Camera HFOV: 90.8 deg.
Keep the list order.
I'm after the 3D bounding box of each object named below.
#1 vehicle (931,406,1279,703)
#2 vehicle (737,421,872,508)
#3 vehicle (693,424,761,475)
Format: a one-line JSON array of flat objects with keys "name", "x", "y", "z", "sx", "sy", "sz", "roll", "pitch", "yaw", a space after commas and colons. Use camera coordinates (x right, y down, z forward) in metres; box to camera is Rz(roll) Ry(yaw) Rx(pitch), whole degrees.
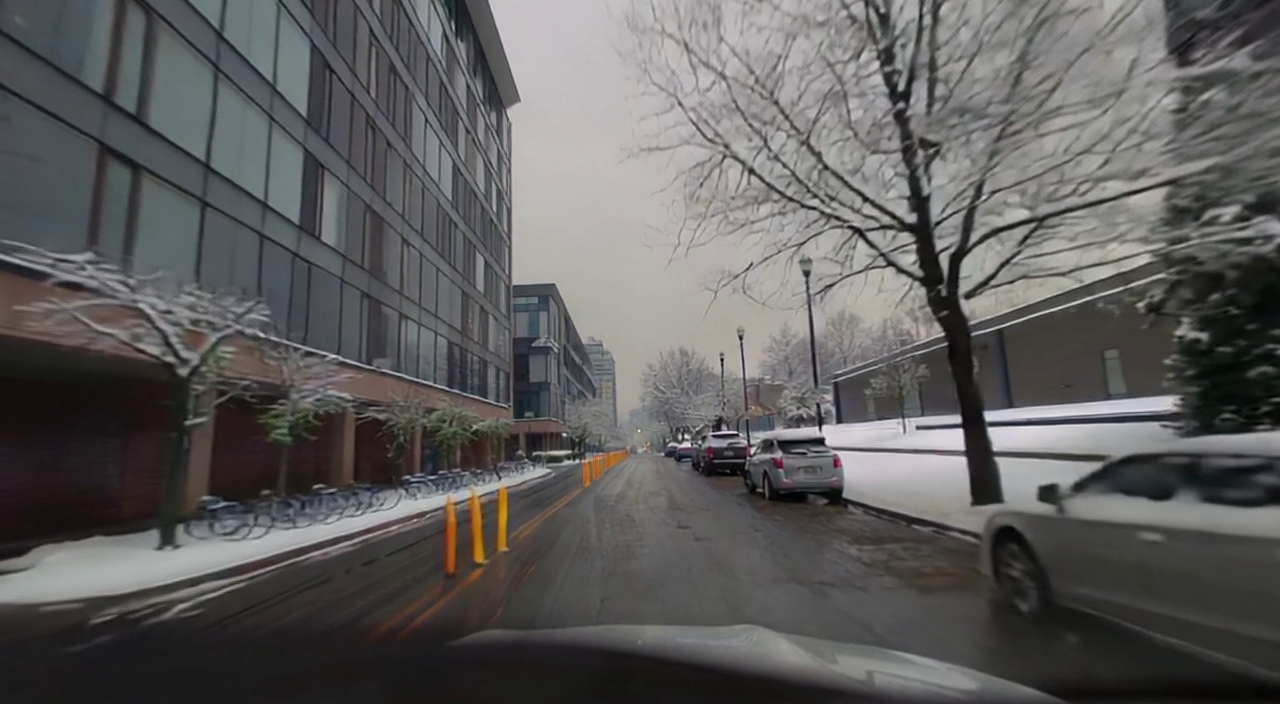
[{"name": "vehicle", "x": 3.723, "y": 1.047, "z": 3.254, "sx": 1.926, "sy": 1.509, "sz": 4.985, "roll": -1, "pitch": -8, "yaw": -2}, {"name": "vehicle", "x": 3.799, "y": 2.674, "z": 15.452, "sx": 1.999, "sy": 1.769, "sz": 4.191, "roll": -1, "pitch": -8, "yaw": -2}, {"name": "vehicle", "x": 3.472, "y": 4.007, "z": 26.094, "sx": 2.127, "sy": 1.864, "sz": 4.892, "roll": -1, "pitch": -8, "yaw": 0}]
